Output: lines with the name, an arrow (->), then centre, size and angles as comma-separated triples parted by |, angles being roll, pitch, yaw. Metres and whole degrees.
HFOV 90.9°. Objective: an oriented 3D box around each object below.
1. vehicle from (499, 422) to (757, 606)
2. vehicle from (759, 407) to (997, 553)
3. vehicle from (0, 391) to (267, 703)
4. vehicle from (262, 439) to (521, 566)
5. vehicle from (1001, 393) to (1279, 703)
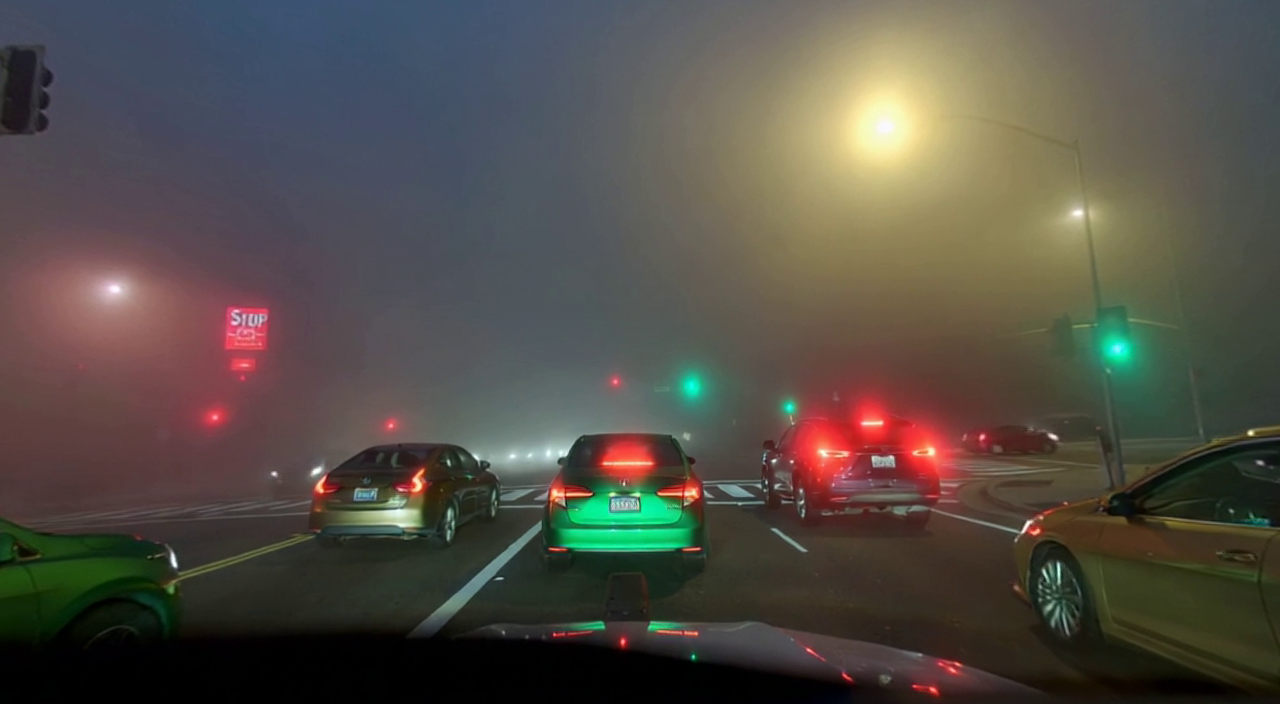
vehicle -> -0.134, 1.649, 7.363 | 2.140, 1.499, 4.119 | 0, -8, -1
vehicle -> 3.300, 1.866, 9.818 | 1.992, 1.744, 4.183 | 0, -8, -1
vehicle -> -3.483, 0.847, 1.836 | 2.016, 1.547, 4.414 | 0, -8, 1
vehicle -> -3.307, 2.072, 9.543 | 1.995, 1.436, 4.373 | -1, -8, 2
vehicle -> 3.942, 0.974, 3.099 | 1.800, 1.519, 4.198 | 0, -8, 0
